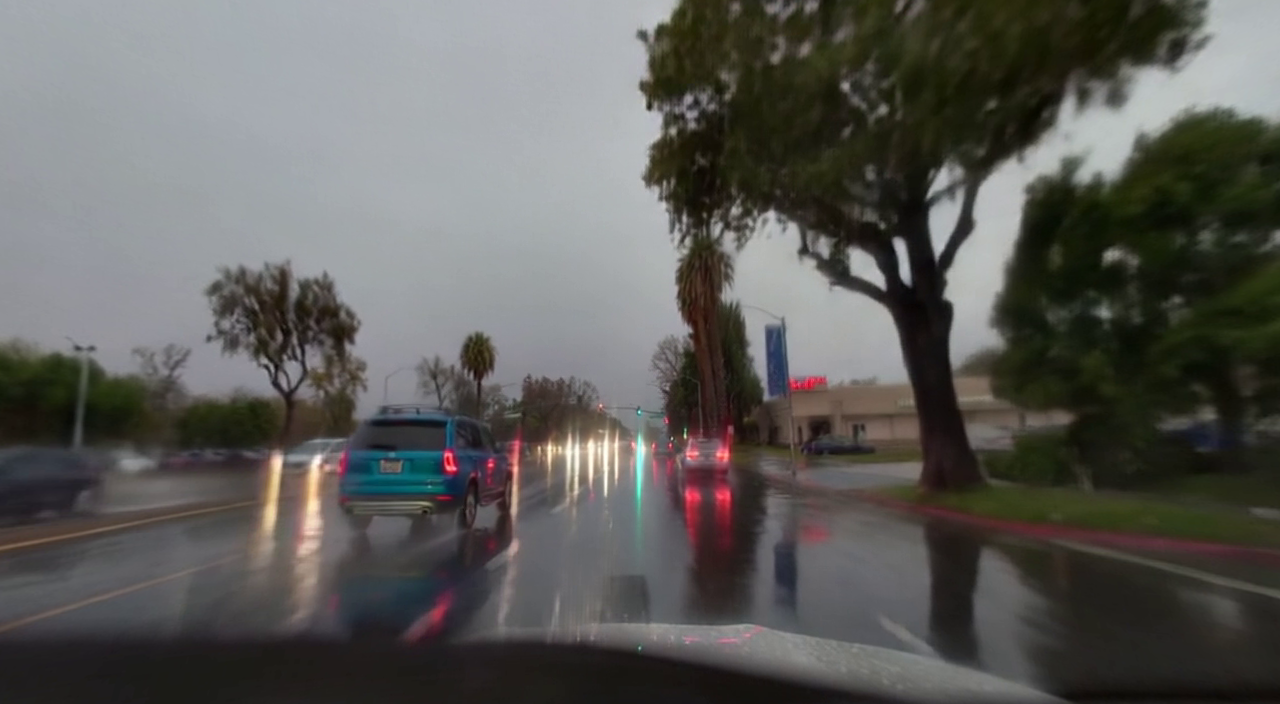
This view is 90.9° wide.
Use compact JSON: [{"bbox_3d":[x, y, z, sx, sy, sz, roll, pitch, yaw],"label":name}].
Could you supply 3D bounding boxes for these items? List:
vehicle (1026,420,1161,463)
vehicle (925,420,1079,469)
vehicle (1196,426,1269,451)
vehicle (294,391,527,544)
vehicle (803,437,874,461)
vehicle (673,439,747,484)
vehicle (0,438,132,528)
[{"bbox_3d":[18.769,3.707,26.124,4.591,1.666,1.901,2,-9,-15],"label":"vehicle"},{"bbox_3d":[13.588,3.531,24.011,1.887,1.630,4.705,4,-10,-26],"label":"vehicle"},{"bbox_3d":[37.870,5.583,40.420,1.950,1.509,3.986,-4,-9,21],"label":"vehicle"},{"bbox_3d":[-3.412,1.850,10.565,2.152,1.987,4.527,0,-9,0],"label":"vehicle"},{"bbox_3d":[12.188,5.977,38.898,1.874,1.386,3.745,6,-11,-36],"label":"vehicle"},{"bbox_3d":[2.462,4.006,23.334,1.919,1.472,4.470,0,-9,-4],"label":"vehicle"},{"bbox_3d":[-14.181,2.801,13.761,2.483,1.806,4.369,0,-9,0],"label":"vehicle"}]
